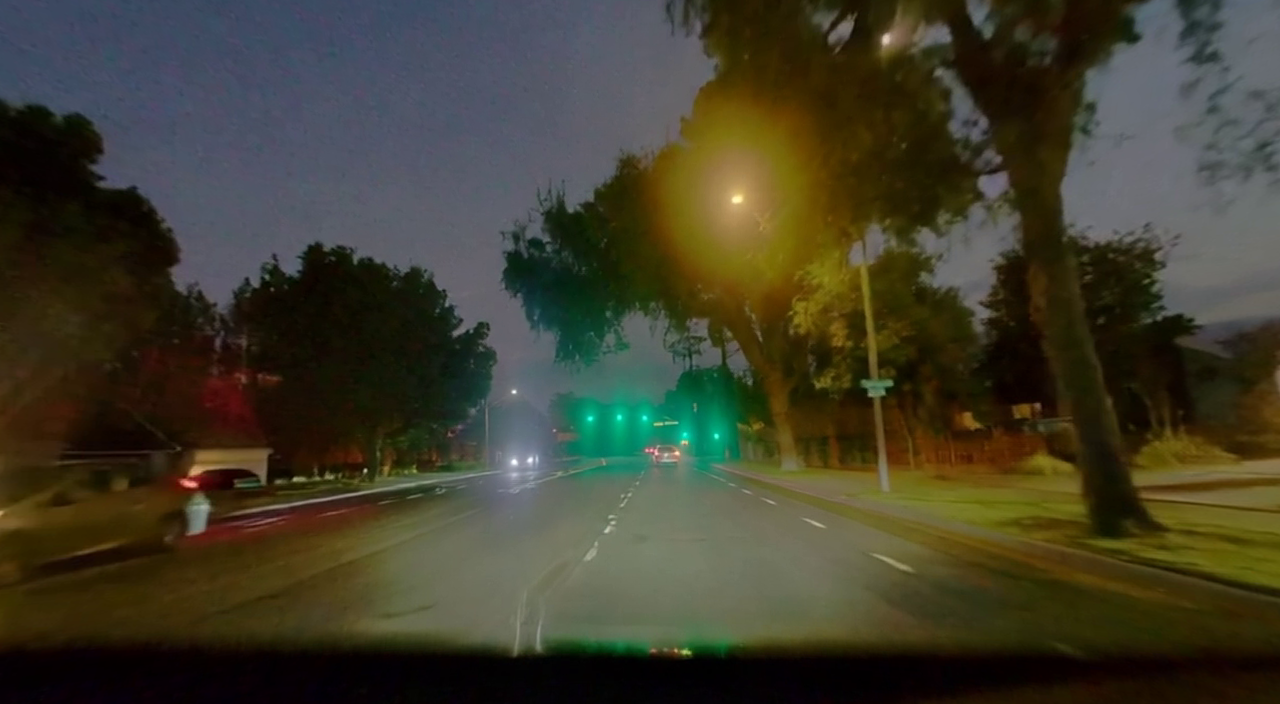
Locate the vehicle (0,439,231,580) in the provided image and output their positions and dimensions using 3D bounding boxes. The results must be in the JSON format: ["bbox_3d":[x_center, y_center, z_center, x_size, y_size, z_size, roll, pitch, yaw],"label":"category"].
[{"bbox_3d":[-10.085,2.468,10.559,2.337,1.963,5.862,-1,-8,3],"label":"vehicle"}]

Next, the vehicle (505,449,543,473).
[{"bbox_3d":[-9.033,8.497,49.493,1.985,1.741,4.370,-1,-8,2],"label":"vehicle"}]

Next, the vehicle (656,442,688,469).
[{"bbox_3d":[2.236,7.356,45.142,2.215,1.799,4.426,0,-8,2],"label":"vehicle"}]

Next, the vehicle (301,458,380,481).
[{"bbox_3d":[-20.444,8.025,43.198,4.455,1.464,1.885,-1,-9,8],"label":"vehicle"}]
